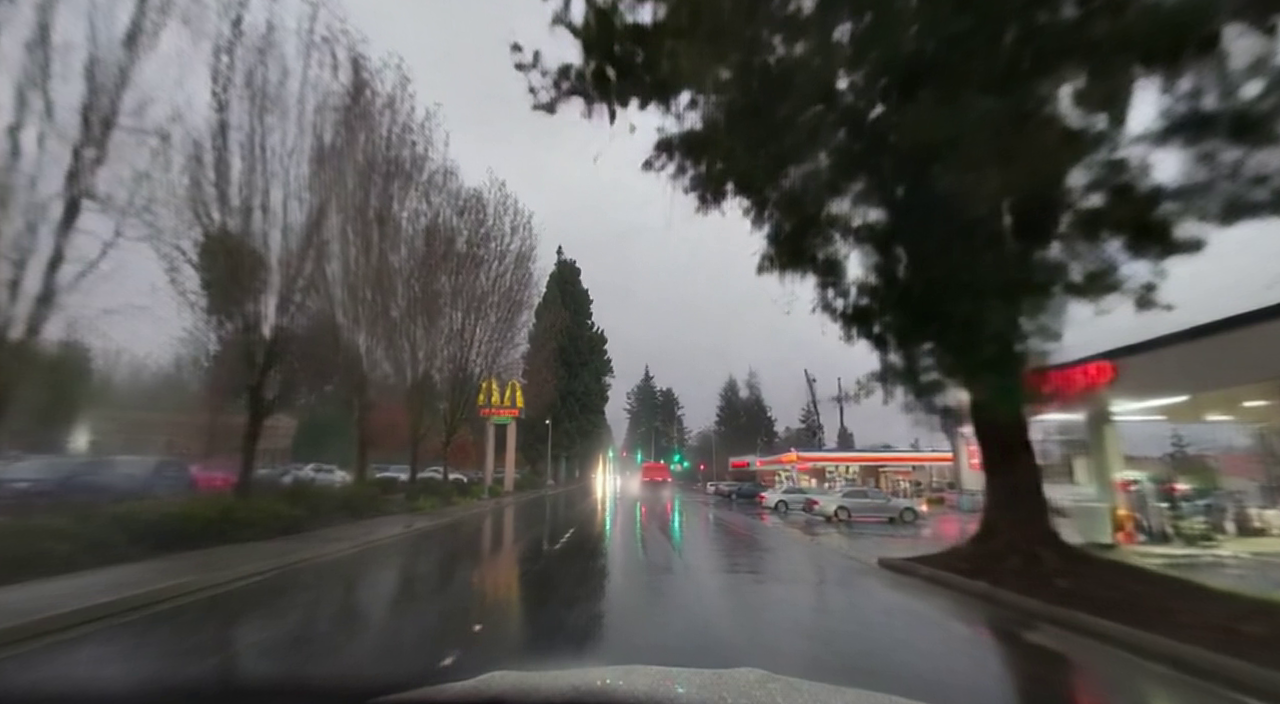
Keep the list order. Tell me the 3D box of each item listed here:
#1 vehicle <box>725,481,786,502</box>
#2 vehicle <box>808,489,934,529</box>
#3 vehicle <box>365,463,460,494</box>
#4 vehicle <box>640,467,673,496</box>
[{"bbox_3d":[8.586,10.471,47.180,4.123,1.446,1.807,1,-11,-4],"label":"vehicle"},{"bbox_3d":[9.240,6.320,25.474,4.316,1.462,1.921,1,-11,-3],"label":"vehicle"},{"bbox_3d":[-12.982,7.254,36.135,4.575,1.641,2.006,11,-15,-44],"label":"vehicle"},{"bbox_3d":[1.196,9.875,48.296,2.153,2.074,5.188,1,-11,-3],"label":"vehicle"}]
